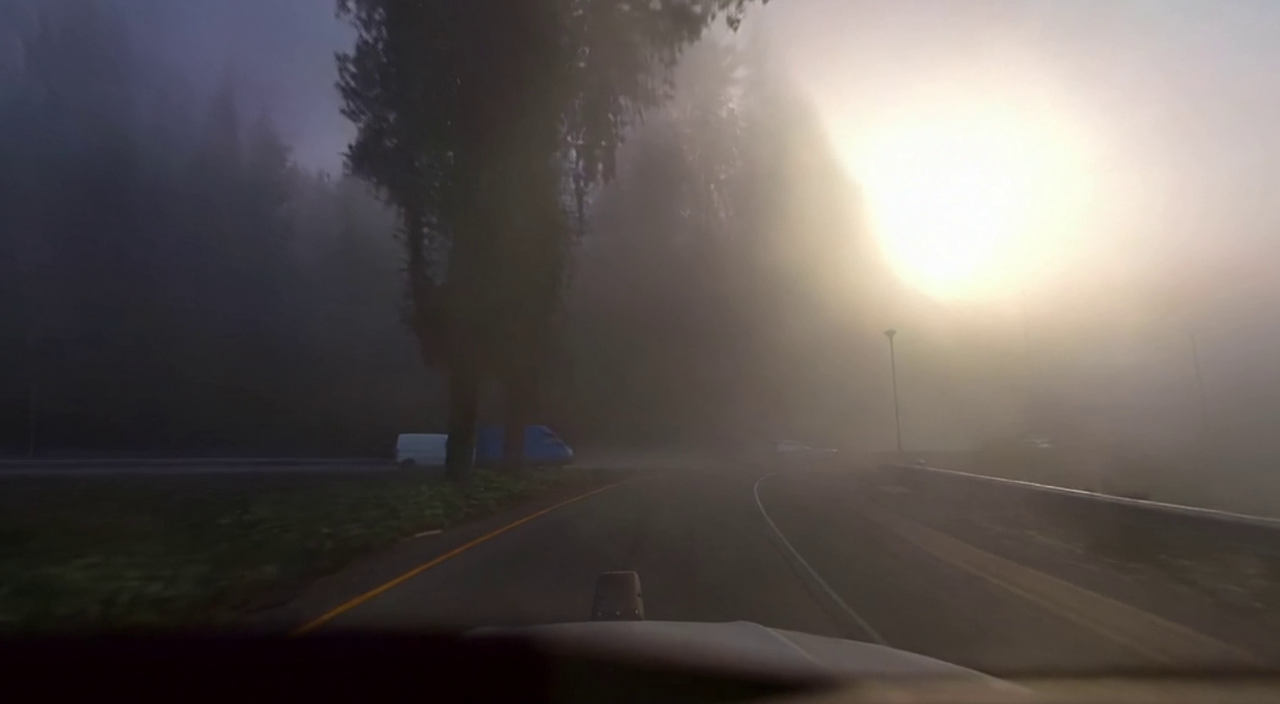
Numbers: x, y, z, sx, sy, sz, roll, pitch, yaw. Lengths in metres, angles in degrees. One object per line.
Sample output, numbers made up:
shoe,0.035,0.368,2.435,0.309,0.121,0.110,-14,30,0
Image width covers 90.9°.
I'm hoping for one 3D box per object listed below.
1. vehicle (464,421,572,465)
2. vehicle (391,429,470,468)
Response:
vehicle,-8.645,6.504,45.003,7.155,2.942,2.420,3,-8,-23
vehicle,-14.220,6.529,42.766,4.784,2.535,2.203,3,-8,-22
